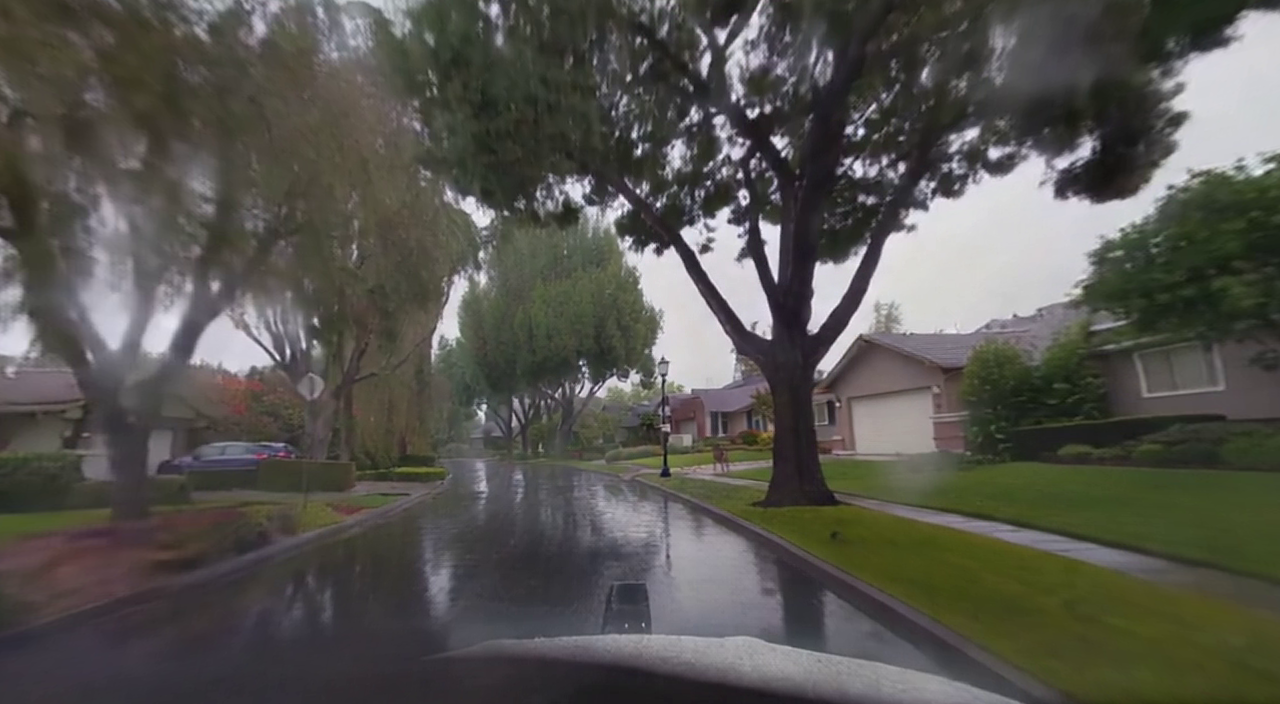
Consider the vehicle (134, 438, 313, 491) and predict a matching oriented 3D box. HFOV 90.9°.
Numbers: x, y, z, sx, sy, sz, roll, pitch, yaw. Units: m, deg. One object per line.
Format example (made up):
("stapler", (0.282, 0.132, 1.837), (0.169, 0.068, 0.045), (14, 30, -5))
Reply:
("vehicle", (-13.635, 3.699, 20.885), (4.471, 1.638, 1.877), (1, -8, -6))
